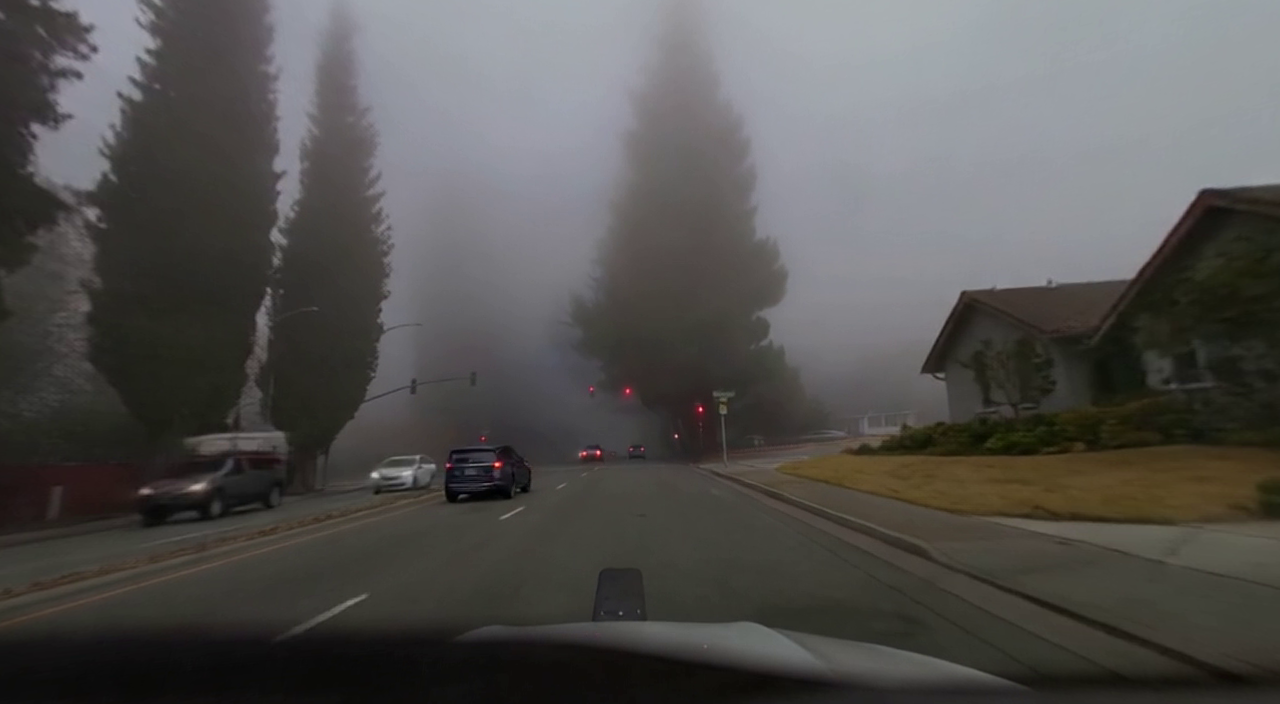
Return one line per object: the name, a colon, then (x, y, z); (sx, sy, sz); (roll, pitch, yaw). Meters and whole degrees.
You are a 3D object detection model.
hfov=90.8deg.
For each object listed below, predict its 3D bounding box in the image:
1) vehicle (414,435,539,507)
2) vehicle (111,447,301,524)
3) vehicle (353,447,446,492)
vehicle: (-4.295, 3.205, 17.481); (2.169, 1.706, 4.638); (0, -9, 1)
vehicle: (-14.504, 4.413, 21.804); (2.263, 2.211, 6.122); (0, -8, -1)
vehicle: (-10.895, 5.393, 29.127); (2.149, 1.802, 5.007); (-3, -10, 2)
